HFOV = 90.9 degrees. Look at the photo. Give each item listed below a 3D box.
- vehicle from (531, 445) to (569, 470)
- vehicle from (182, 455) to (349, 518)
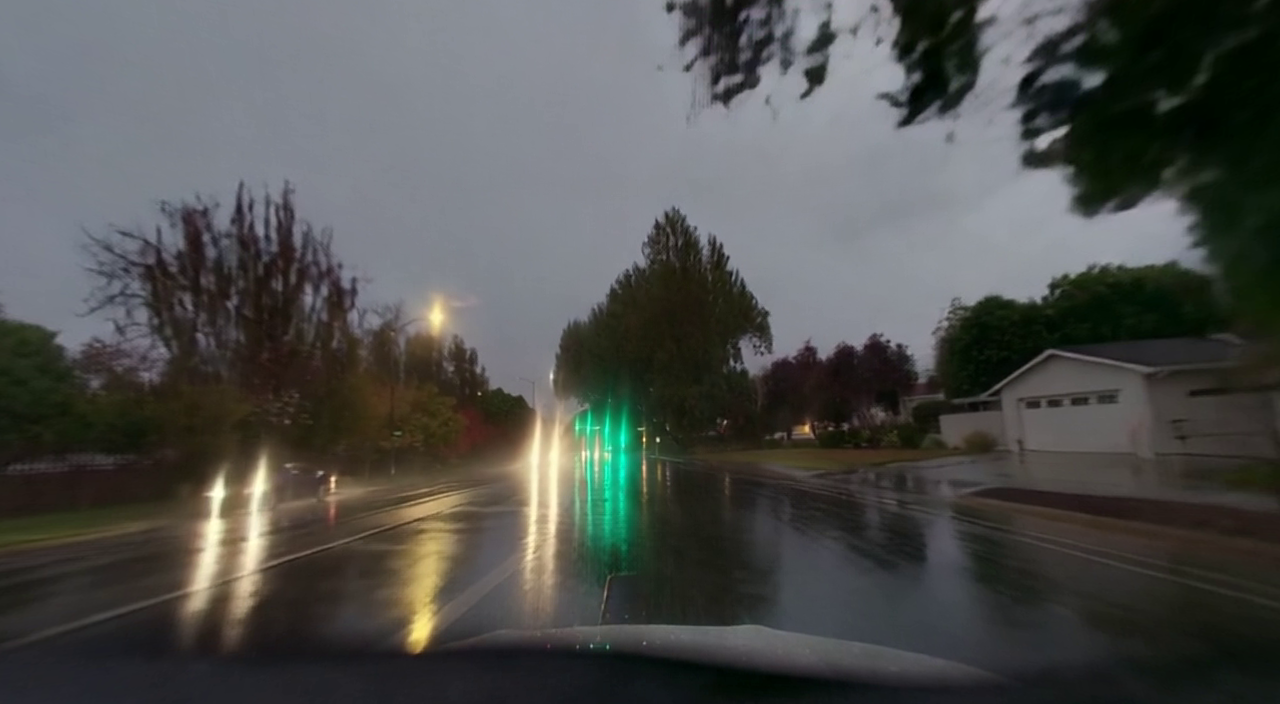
[{"bbox_3d":[-6.192,7.258,43.735,1.951,1.612,4.269,0,-8,0],"label":"vehicle"},{"bbox_3d":[-12.015,4.319,20.808,2.066,1.681,5.292,-1,-8,3],"label":"vehicle"}]
